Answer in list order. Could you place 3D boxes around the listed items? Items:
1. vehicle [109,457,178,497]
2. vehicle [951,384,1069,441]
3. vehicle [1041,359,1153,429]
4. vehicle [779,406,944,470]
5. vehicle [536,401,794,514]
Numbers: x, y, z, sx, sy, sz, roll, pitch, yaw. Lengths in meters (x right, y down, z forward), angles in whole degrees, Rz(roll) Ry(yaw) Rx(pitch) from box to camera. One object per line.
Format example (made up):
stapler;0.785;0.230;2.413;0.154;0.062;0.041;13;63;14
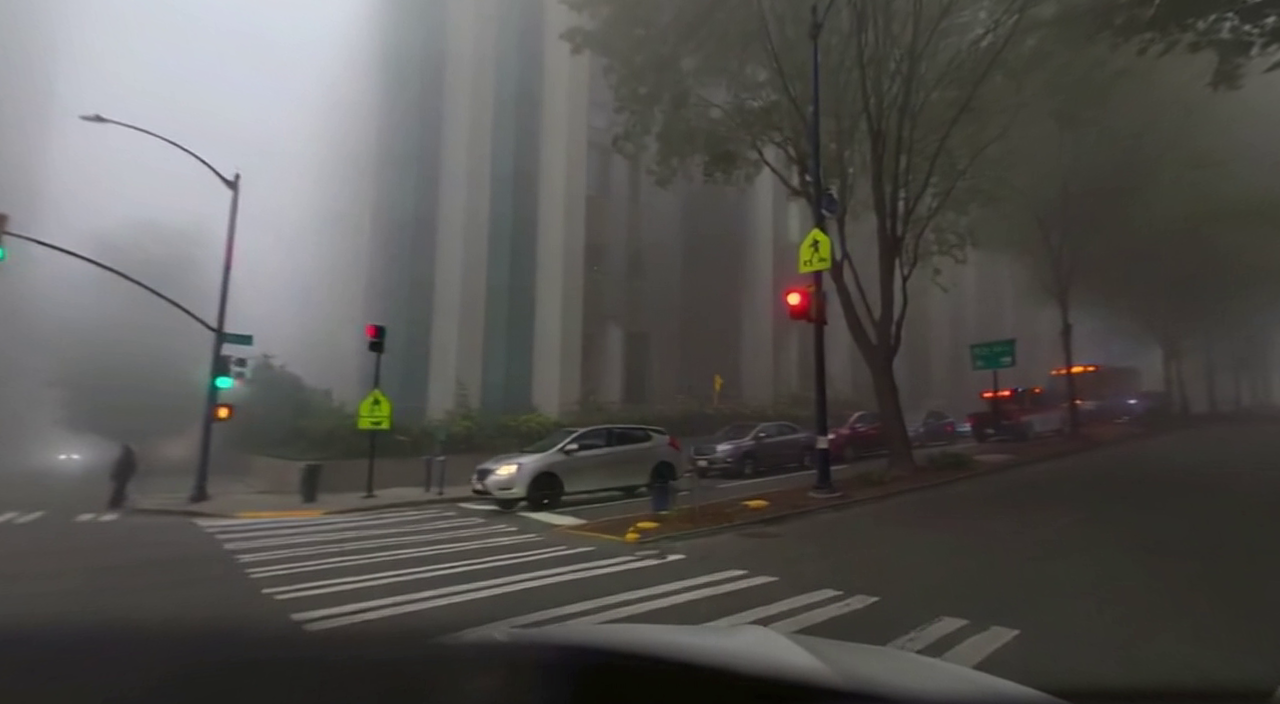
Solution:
vehicle;-21.050;5.260;26.821;2.037;1.489;4.077;6;-11;-37
vehicle;13.568;2.290;23.083;4.599;1.855;1.988;6;-11;-38
vehicle;20.392;2.006;28.091;5.699;2.708;2.268;6;-12;-38
vehicle;5.985;2.313;16.819;4.628;1.488;1.826;6;-11;-37
vehicle;0.601;2.025;12.456;4.841;1.798;2.053;6;-11;-37
